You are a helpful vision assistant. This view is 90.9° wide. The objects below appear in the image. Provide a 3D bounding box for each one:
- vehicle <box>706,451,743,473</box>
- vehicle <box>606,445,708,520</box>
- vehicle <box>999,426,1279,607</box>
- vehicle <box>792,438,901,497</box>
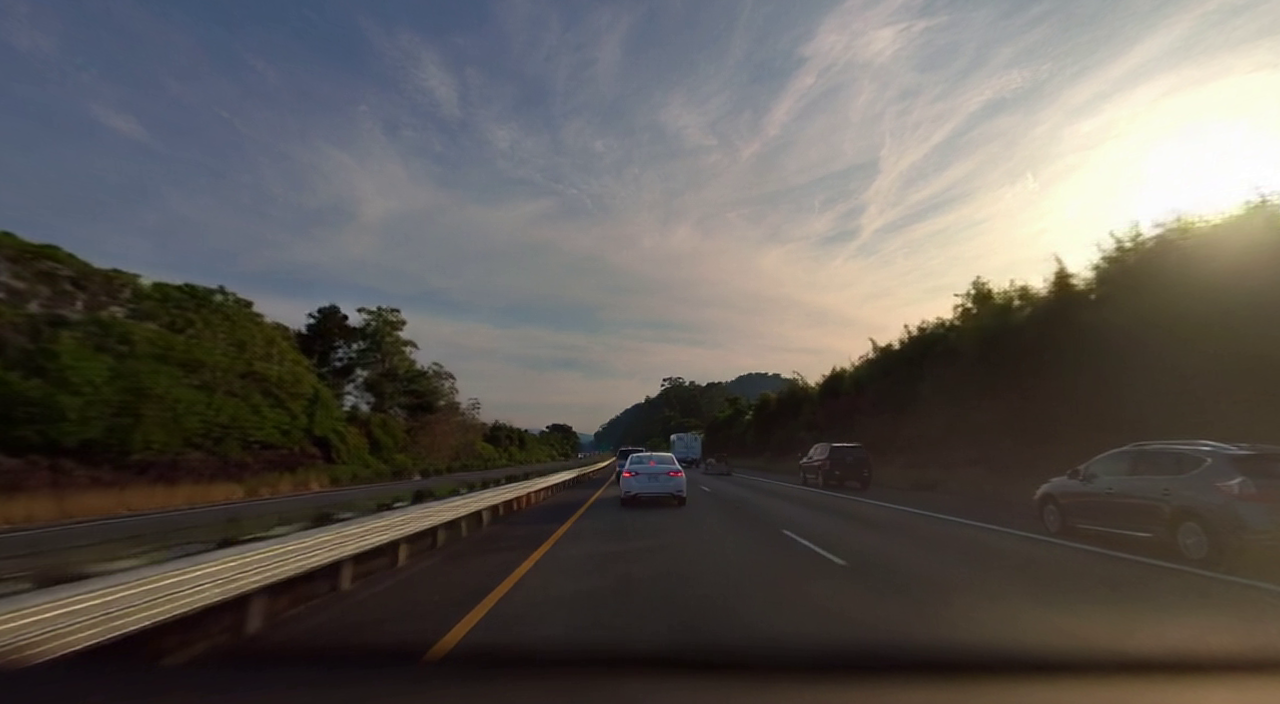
[{"bbox_3d":[5.969,7.838,45.042,1.921,1.451,3.841,0,-9,-3],"label":"vehicle"},{"bbox_3d":[0.311,2.961,14.748,2.076,1.485,3.774,0,-9,-1],"label":"vehicle"},{"bbox_3d":[6.282,1.664,7.133,1.965,1.484,4.090,0,-9,-1],"label":"vehicle"},{"bbox_3d":[6.514,3.690,20.433,1.980,1.702,4.235,0,-9,-2],"label":"vehicle"}]
